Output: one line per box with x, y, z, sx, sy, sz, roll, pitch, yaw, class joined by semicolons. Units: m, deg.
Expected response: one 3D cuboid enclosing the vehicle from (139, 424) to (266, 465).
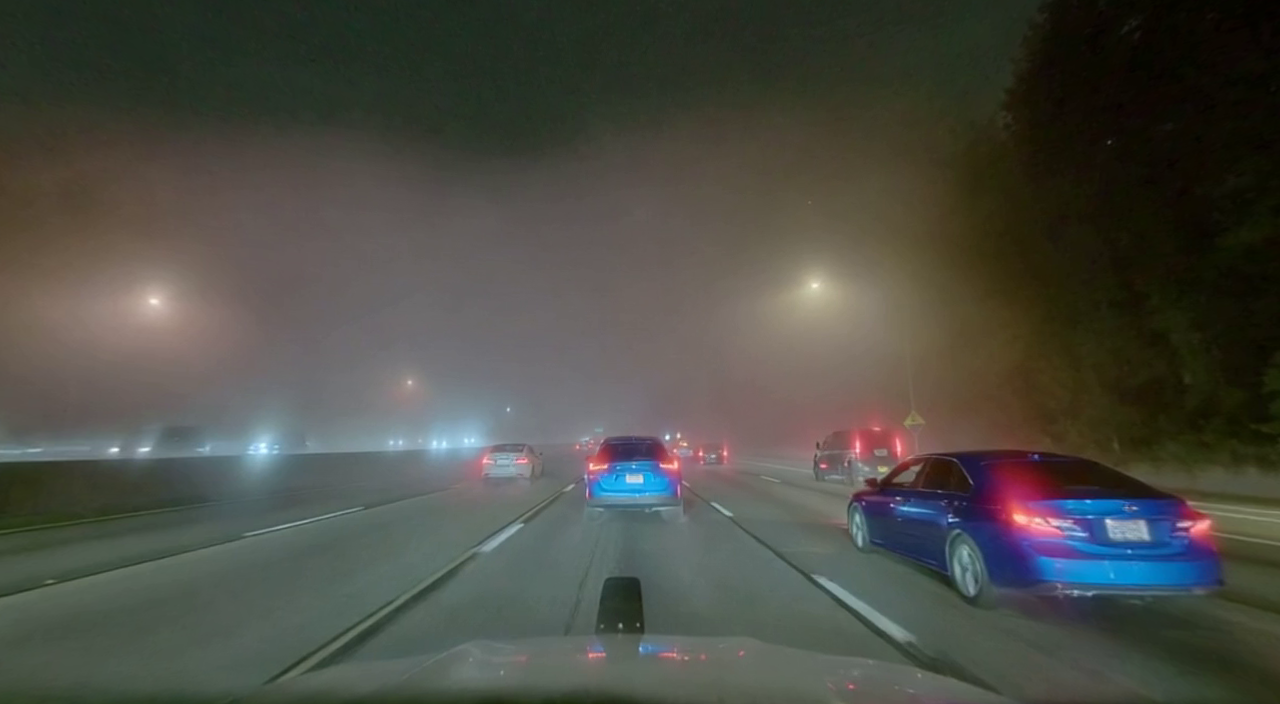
-18.154;3.887;26.460;2.022;1.534;4.699;1;-9;-1;vehicle

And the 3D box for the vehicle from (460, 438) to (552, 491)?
-4.231;3.616;20.627;2.023;1.497;4.526;0;-9;0;vehicle

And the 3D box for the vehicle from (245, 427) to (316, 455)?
-22.736;5.699;40.022;1.981;1.633;4.445;1;-9;-1;vehicle

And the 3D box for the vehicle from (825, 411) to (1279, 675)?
3.378;1.449;5.890;1.975;1.532;4.227;0;-9;0;vehicle

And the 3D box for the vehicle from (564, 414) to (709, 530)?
-0.062;2.125;11.595;2.181;1.728;3.970;0;-9;0;vehicle
